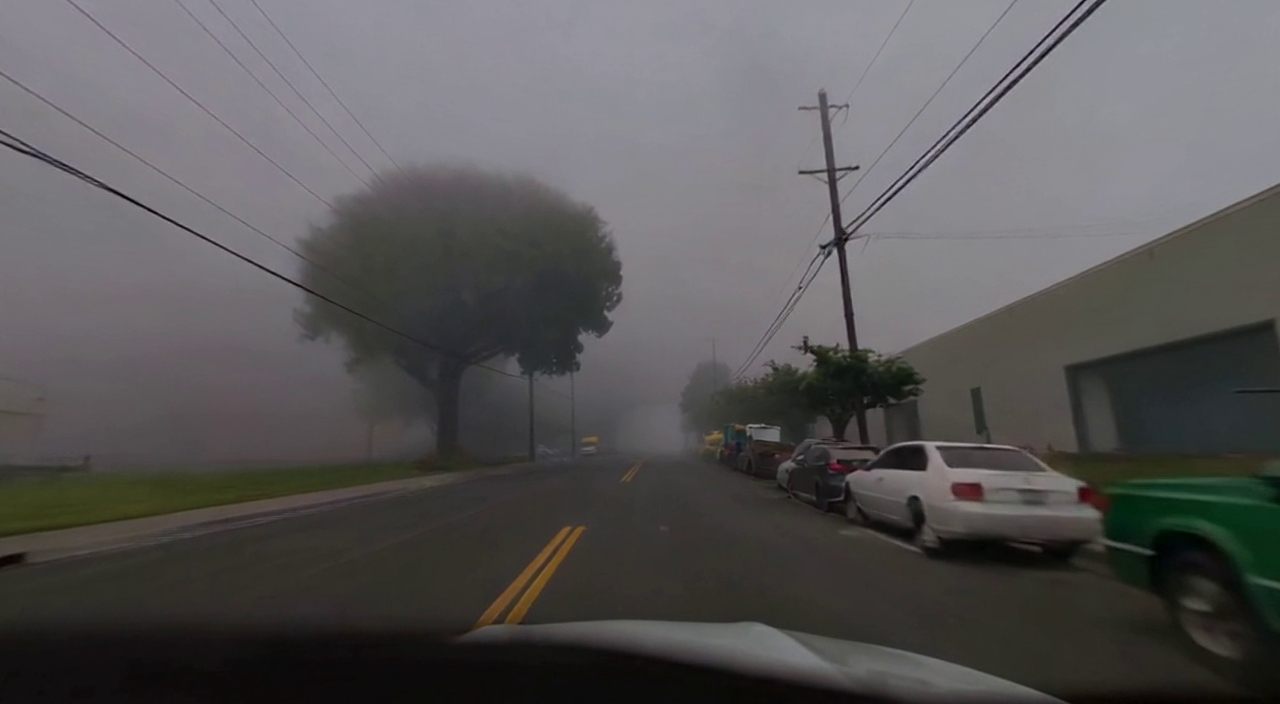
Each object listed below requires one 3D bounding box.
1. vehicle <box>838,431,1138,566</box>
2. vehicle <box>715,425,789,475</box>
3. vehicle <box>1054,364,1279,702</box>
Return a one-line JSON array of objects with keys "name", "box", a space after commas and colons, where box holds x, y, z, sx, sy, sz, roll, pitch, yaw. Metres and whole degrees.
[{"name": "vehicle", "box": [4.557, 1.956, 9.332, 1.878, 1.455, 4.671, -1, -8, 2]}, {"name": "vehicle", "box": [4.932, 4.434, 28.768, 2.425, 1.977, 5.915, -1, -8, 2]}, {"name": "vehicle", "box": [4.392, 0.807, 2.338, 2.009, 1.776, 5.440, 0, -8, 0]}]
